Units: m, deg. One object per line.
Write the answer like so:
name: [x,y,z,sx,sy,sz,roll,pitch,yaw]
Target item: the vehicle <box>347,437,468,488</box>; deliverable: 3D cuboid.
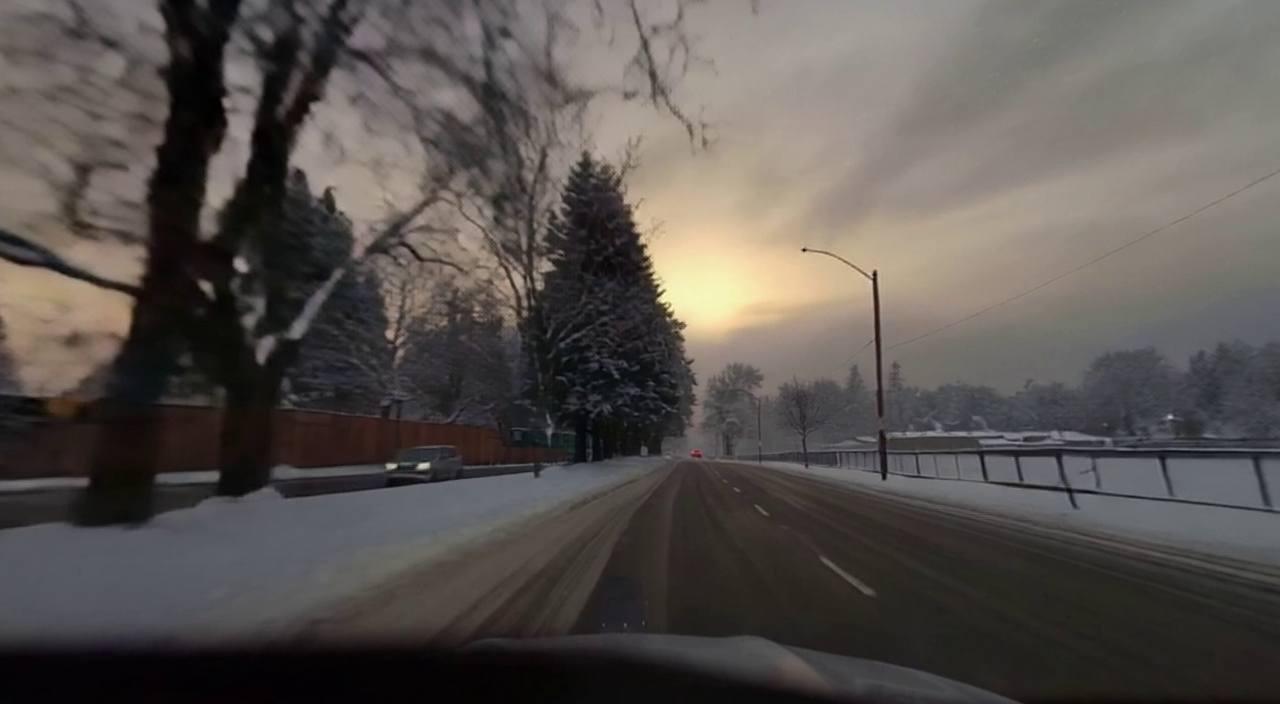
vehicle: [-8.204,3.937,22.839,2.261,1.655,4.613,-1,-8,6]
